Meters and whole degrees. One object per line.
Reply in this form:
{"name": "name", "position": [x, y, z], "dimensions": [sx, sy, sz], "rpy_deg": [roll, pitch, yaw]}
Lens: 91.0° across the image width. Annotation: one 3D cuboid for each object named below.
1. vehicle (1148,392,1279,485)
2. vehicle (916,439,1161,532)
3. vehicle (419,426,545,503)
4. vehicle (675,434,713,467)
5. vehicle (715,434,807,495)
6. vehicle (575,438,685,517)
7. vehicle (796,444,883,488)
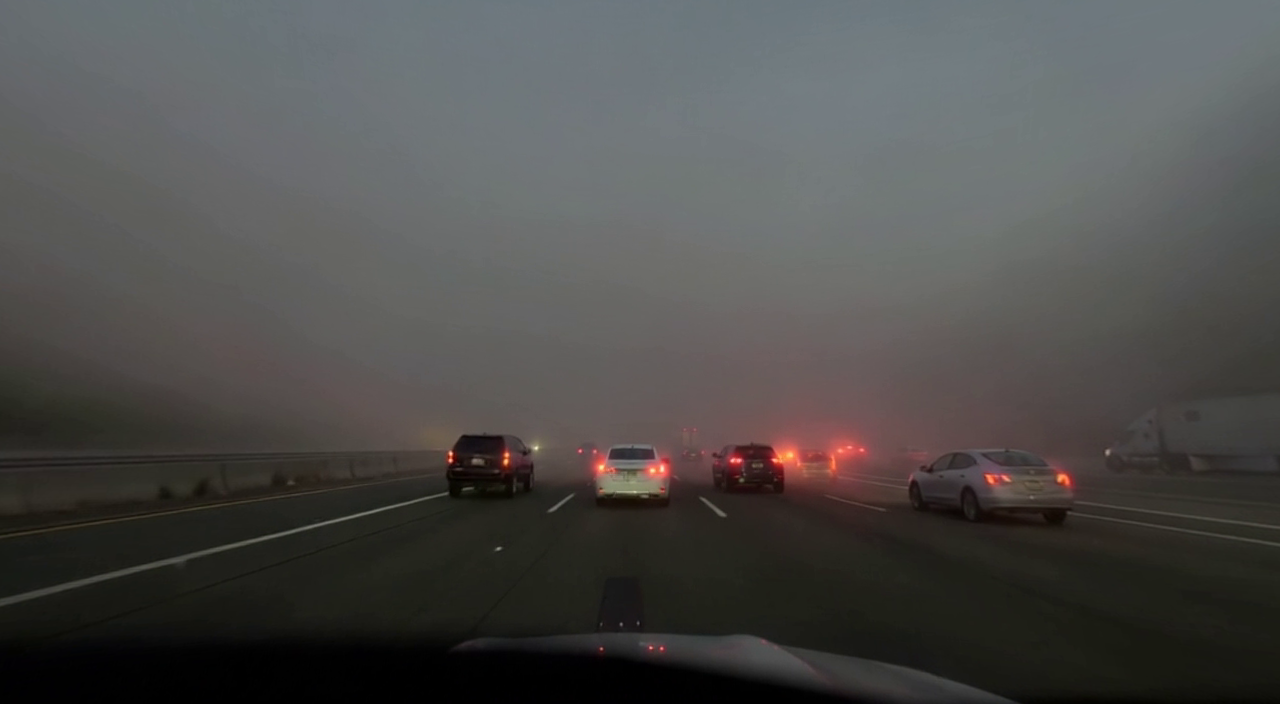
{"name": "vehicle", "position": [29.239, 4.051, 29.294], "dimensions": [2.957, 4.007, 8.656], "rpy_deg": [0, -9, -8]}
{"name": "vehicle", "position": [7.615, 2.560, 12.736], "dimensions": [2.021, 1.505, 4.480], "rpy_deg": [0, -9, 0]}
{"name": "vehicle", "position": [-3.965, 2.925, 16.750], "dimensions": [2.079, 1.741, 4.436], "rpy_deg": [0, -9, 2]}
{"name": "vehicle", "position": [4.039, 7.516, 48.100], "dimensions": [2.440, 2.313, 5.266], "rpy_deg": [0, -9, 0]}
{"name": "vehicle", "position": [3.593, 3.444, 19.534], "dimensions": [2.053, 1.666, 4.106], "rpy_deg": [0, -9, 0]}
{"name": "vehicle", "position": [-0.165, 2.759, 14.327], "dimensions": [2.132, 1.499, 4.038], "rpy_deg": [0, -9, 1]}
{"name": "vehicle", "position": [7.390, 4.263, 23.808], "dimensions": [1.942, 1.482, 4.250], "rpy_deg": [0, -9, 0]}
